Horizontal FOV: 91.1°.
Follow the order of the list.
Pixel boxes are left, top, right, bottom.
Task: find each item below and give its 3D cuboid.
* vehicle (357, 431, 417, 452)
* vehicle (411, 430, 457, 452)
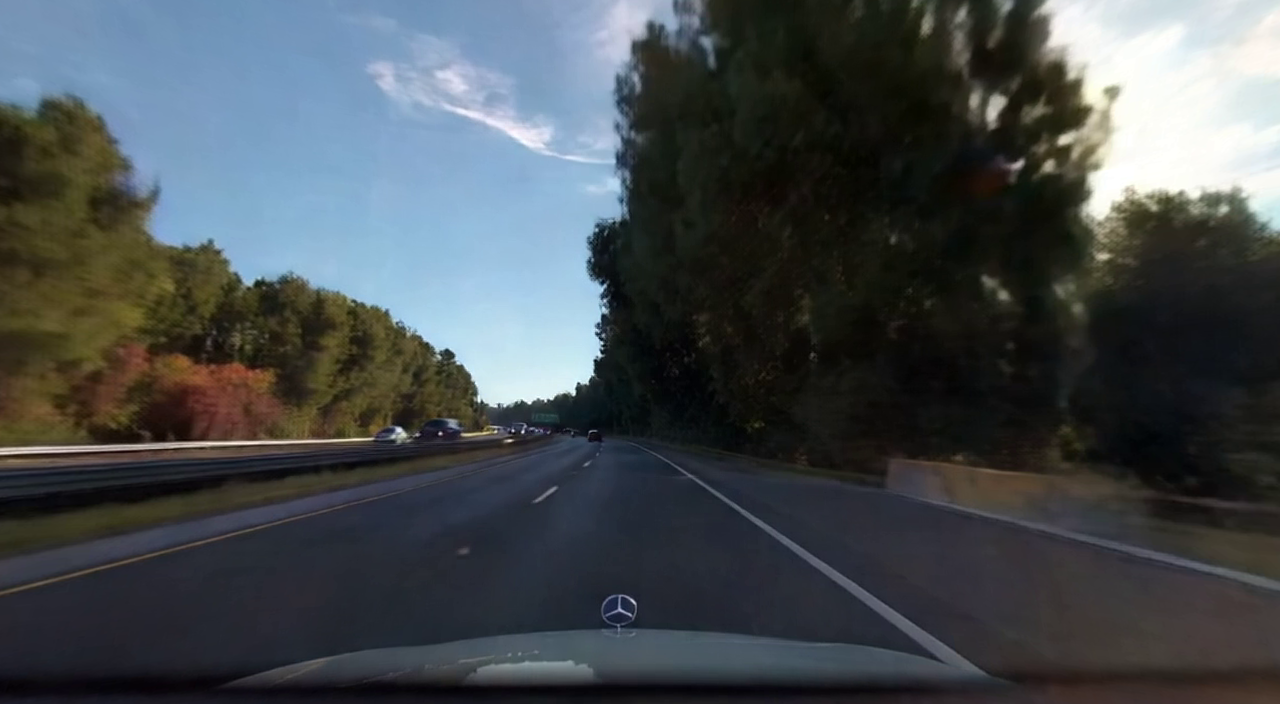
[{"bbox_3d":[-17.660,6.285,44.214,2.134,1.357,5.268,0,-8,-1],"label":"vehicle"},{"bbox_3d":[-13.931,6.056,42.743,1.969,1.424,3.731,0,-8,-2],"label":"vehicle"}]
